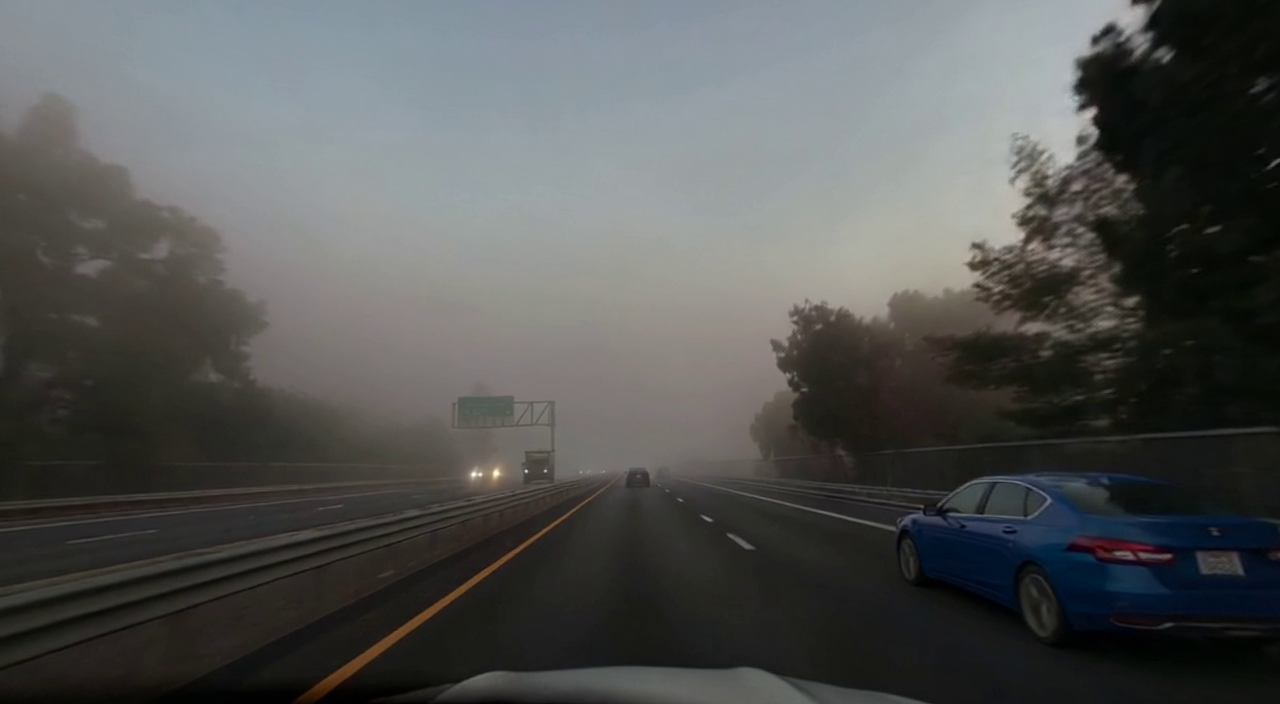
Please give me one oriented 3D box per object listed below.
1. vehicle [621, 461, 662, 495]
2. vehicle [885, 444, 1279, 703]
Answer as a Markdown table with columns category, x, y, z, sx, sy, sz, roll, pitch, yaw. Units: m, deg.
| category | x | y | z | sx | sy | sz | roll | pitch | yaw |
| --- | --- | --- | --- | --- | --- | --- | --- | --- | --- |
| vehicle | 0.025 | 6.643 | 33.253 | 2.037 | 1.605 | 3.833 | 1 | -11 | -1 |
| vehicle | 4.047 | 1.690 | 5.716 | 1.938 | 1.494 | 4.032 | 1 | -11 | -1 |
